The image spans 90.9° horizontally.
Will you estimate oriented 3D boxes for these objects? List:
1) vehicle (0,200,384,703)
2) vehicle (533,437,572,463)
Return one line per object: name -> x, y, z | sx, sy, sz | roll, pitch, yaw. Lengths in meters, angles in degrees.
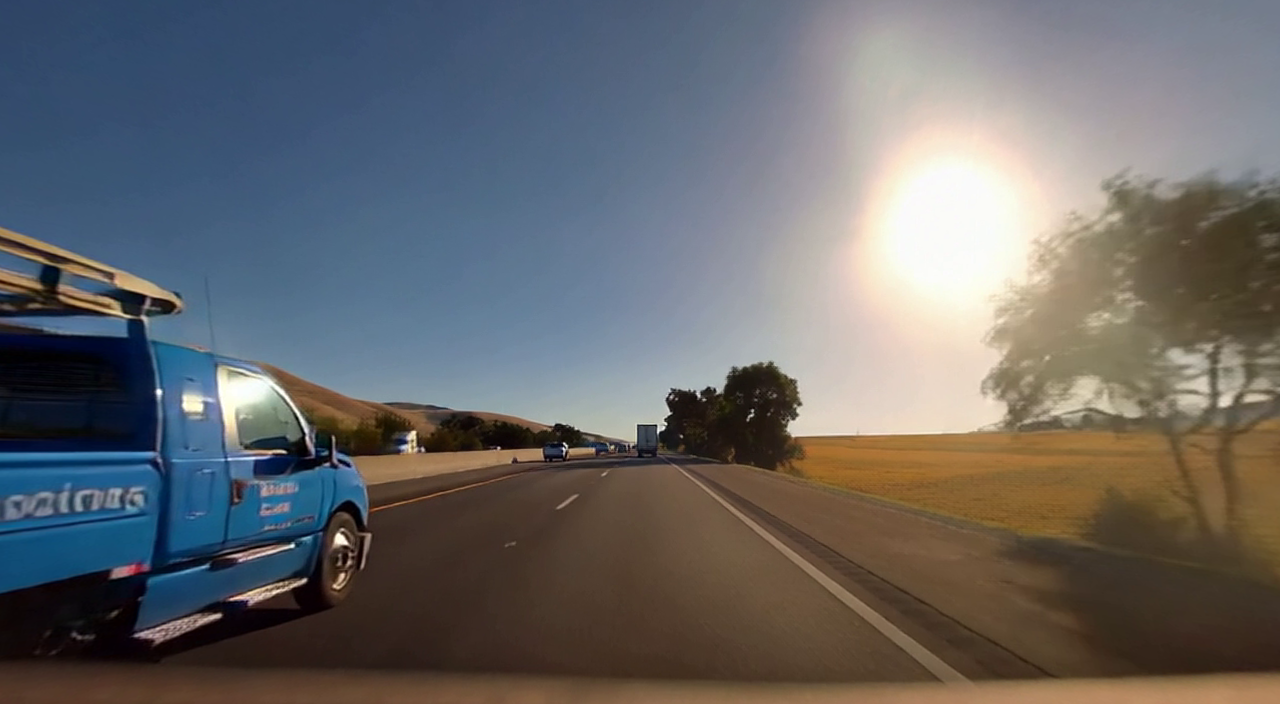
vehicle -> -3.786, 0.613, 2.362 | 2.791, 2.330, 6.725 | 0, -8, 0
vehicle -> -6.769, 7.629, 49.258 | 2.193, 1.866, 4.807 | 0, -8, 1
